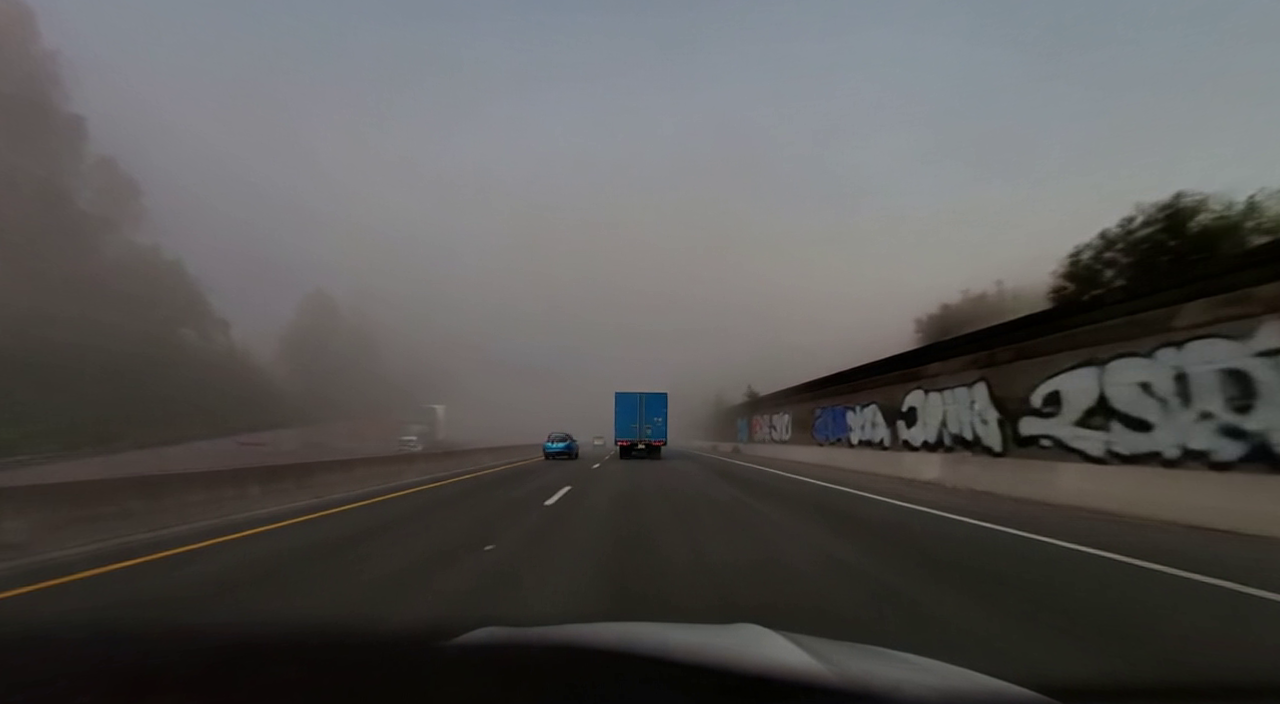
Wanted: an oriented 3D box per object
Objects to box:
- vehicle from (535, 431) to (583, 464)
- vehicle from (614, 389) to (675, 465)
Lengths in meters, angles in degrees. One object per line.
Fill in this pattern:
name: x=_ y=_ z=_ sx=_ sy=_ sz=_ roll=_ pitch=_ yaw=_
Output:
vehicle: x=-4.299 y=5.129 z=34.134 sx=2.058 sy=1.645 sz=4.130 roll=0 pitch=-8 yaw=0
vehicle: x=0.122 y=4.236 z=35.002 sx=2.927 sy=3.649 sz=9.443 roll=0 pitch=-8 yaw=-1
